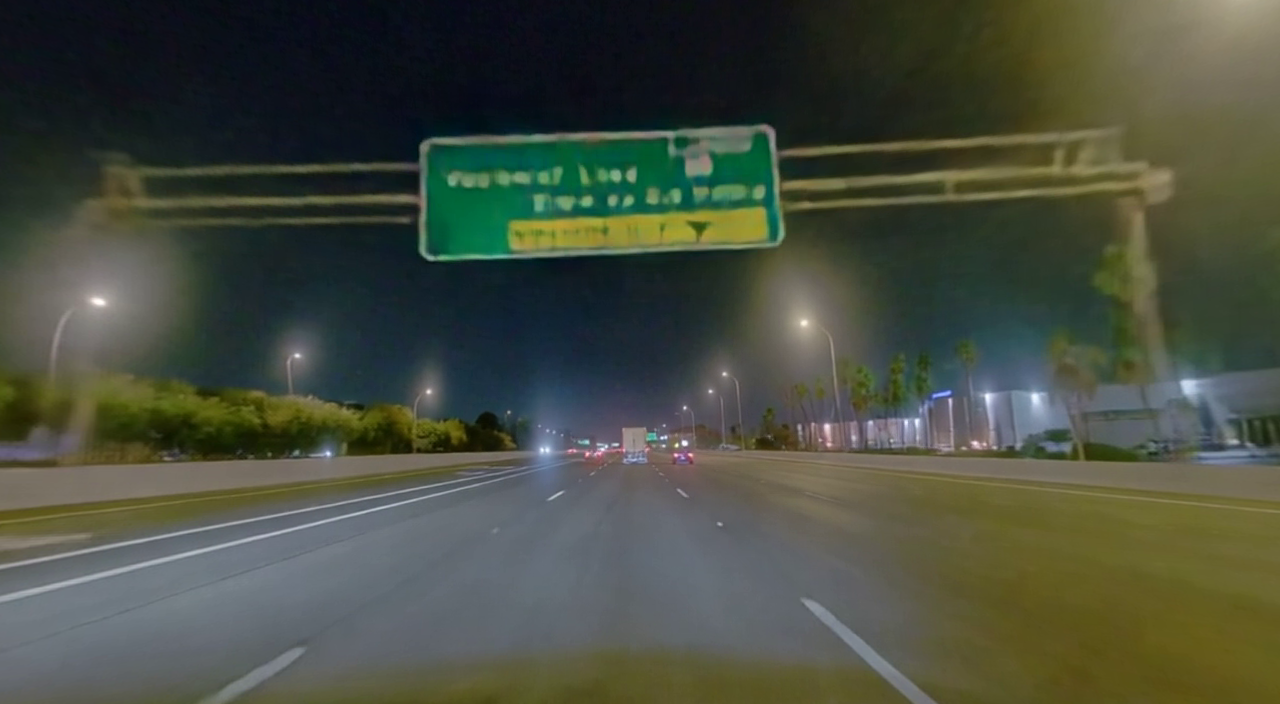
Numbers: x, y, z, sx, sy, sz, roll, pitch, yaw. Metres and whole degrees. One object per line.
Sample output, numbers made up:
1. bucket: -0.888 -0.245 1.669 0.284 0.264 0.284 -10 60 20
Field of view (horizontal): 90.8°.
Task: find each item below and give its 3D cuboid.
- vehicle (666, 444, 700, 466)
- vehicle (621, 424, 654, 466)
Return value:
1. vehicle: 3.060 7.426 45.593 2.049 1.485 4.106 0 -8 -1
2. vehicle: -0.282 7.217 49.023 2.364 2.953 6.495 0 -8 -1
